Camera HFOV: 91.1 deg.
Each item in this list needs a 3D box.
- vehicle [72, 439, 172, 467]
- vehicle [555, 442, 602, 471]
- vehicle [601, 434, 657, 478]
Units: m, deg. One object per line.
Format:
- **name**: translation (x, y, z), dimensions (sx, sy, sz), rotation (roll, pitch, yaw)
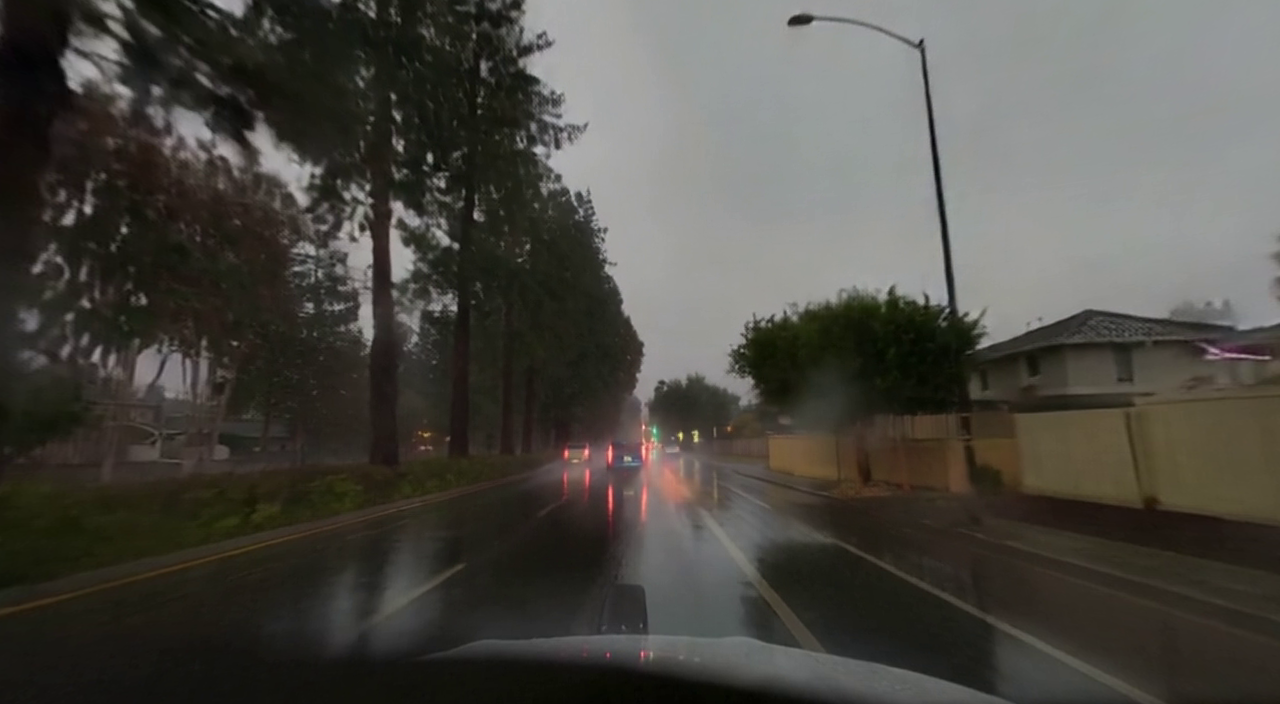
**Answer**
- **vehicle**: translation (-33.024, 6.471, 40.127), dimensions (4.564, 1.717, 1.977), rotation (0, -9, -1)
- **vehicle**: translation (-3.266, 5.671, 34.338), dimensions (2.032, 1.433, 4.458), rotation (0, -8, 1)
- **vehicle**: translation (-0.412, 4.441, 26.991), dimensions (2.220, 1.742, 4.047), rotation (0, -8, 0)
